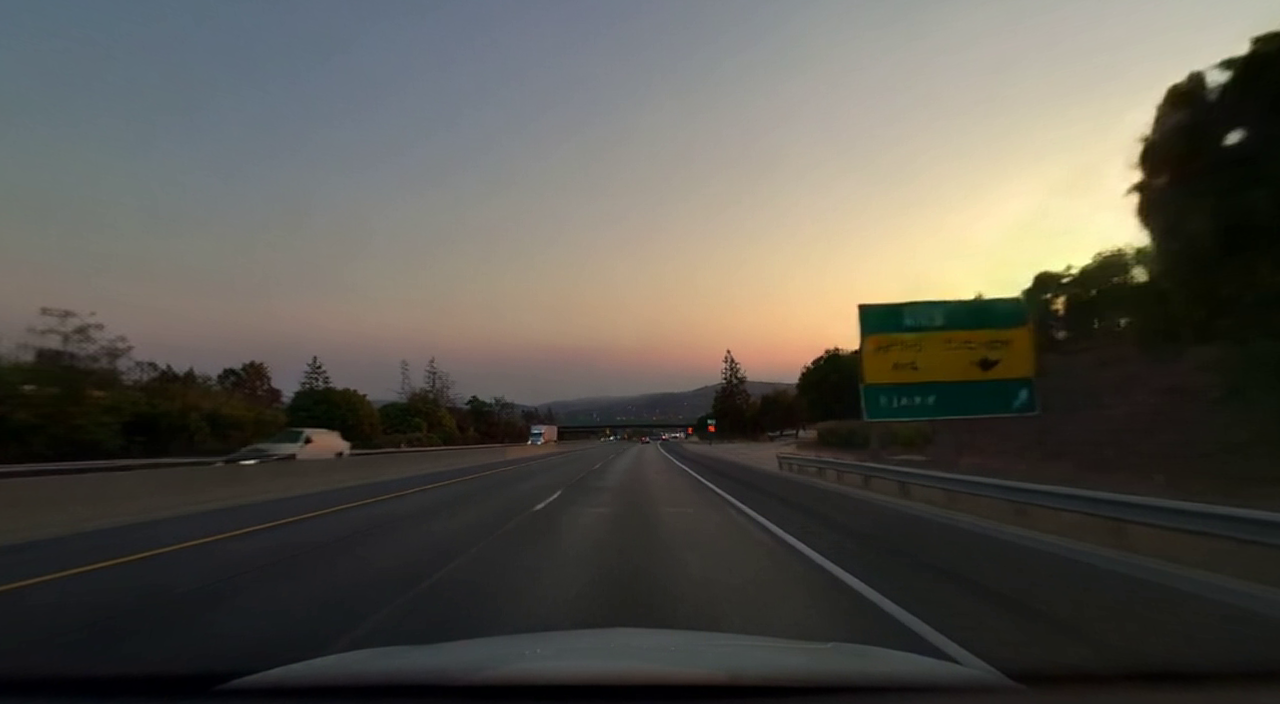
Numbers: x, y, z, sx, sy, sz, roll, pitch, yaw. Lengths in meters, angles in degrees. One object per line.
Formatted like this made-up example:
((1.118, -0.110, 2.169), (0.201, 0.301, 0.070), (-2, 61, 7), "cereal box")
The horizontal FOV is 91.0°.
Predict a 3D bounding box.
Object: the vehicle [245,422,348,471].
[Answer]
((-20.120, 5.563, 37.277), (2.564, 2.639, 6.046), (-1, -8, 1), "vehicle")

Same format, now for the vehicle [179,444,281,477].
((-20.103, 5.324, 31.172), (1.982, 1.457, 4.609), (0, -8, 0), "vehicle")
